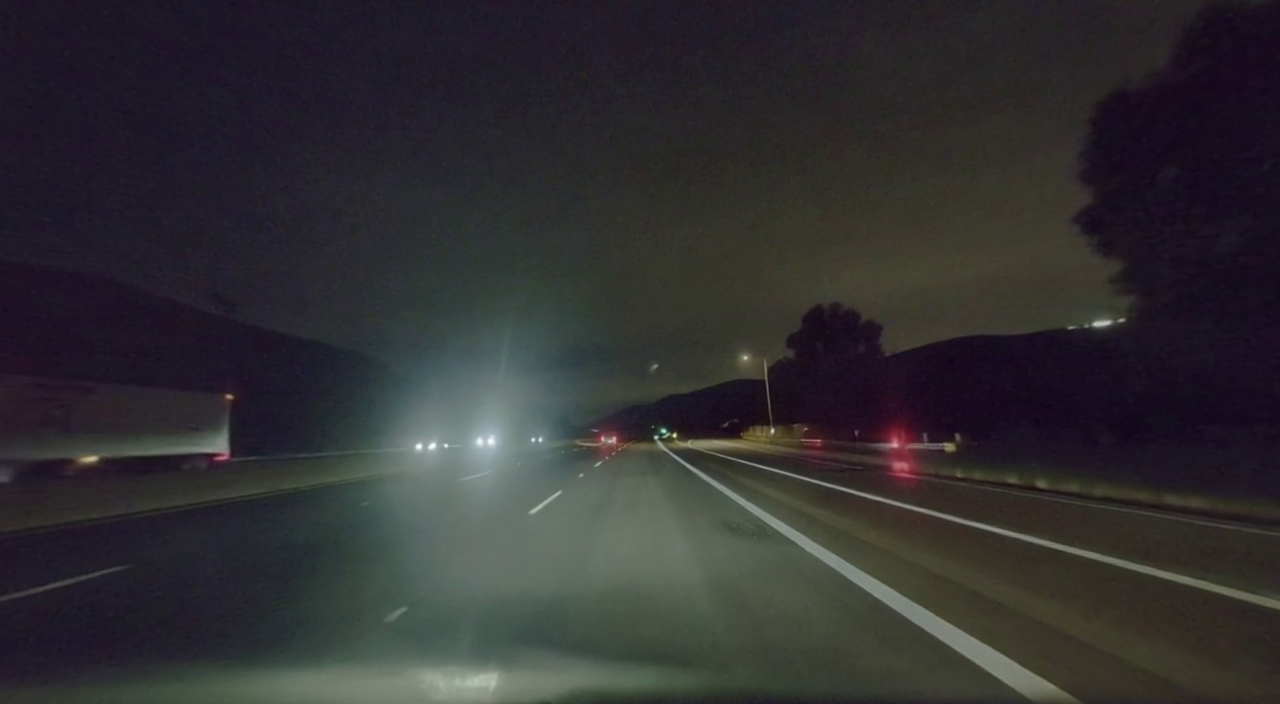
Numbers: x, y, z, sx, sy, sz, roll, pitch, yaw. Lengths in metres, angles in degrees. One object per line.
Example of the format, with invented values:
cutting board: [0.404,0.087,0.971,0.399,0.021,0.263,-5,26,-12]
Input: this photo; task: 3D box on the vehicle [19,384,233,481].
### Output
vehicle: [-23.412,3.789,29.544,2.887,3.875,8.389,0,-8,0]

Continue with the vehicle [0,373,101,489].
vehicle: [-23.287,2.532,20.169,3.030,3.937,10.121,0,-8,-1]
